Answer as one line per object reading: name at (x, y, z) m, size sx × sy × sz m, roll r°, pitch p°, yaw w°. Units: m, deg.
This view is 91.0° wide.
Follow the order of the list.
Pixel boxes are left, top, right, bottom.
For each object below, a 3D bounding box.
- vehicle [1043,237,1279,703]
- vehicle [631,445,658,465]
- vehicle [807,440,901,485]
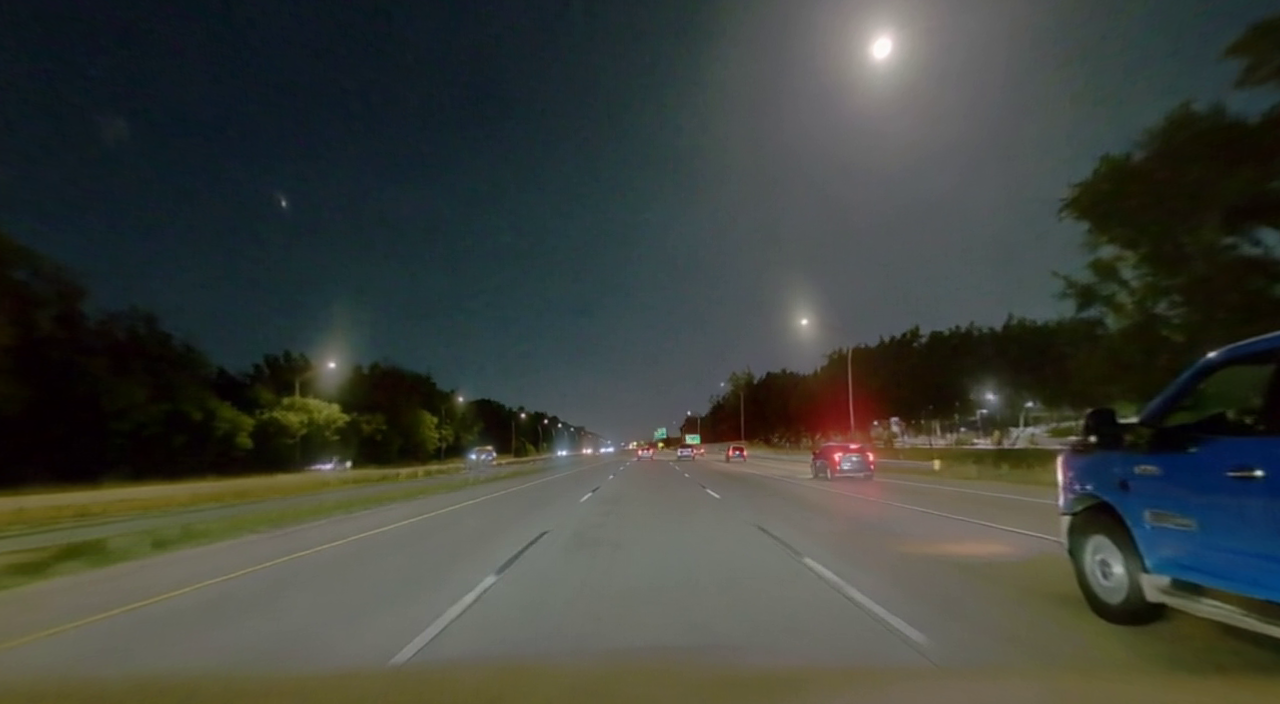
vehicle at (3.819, 0.365, 1.216) m, size 2.354 × 2.079 × 5.586 m, roll 0°, pitch -9°, yaw 0°
vehicle at (0.353, 8.142, 49.806) m, size 2.030 × 1.473 × 3.926 m, roll 0°, pitch -9°, yaw 0°
vehicle at (7.911, 4.107, 23.788) m, size 1.989 × 1.526 × 4.443 m, roll 0°, pitch -9°, yaw 0°
